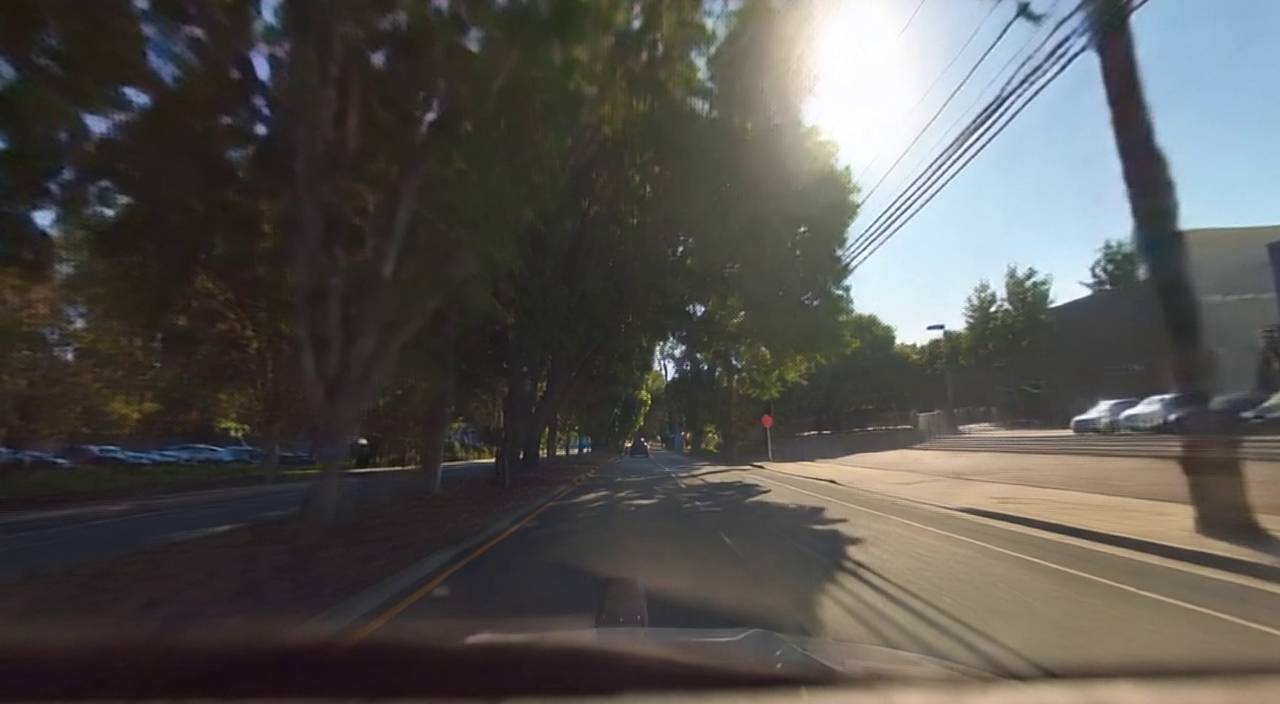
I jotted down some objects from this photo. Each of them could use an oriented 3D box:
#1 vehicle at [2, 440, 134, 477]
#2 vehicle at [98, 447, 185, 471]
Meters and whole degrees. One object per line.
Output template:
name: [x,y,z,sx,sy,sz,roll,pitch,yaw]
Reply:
vehicle: [-33.709,6.259,37.377,5.614,1.886,2.254,-2,-8,0]
vehicle: [-33.392,7.132,42.384,4.207,1.518,1.948,0,-8,1]
